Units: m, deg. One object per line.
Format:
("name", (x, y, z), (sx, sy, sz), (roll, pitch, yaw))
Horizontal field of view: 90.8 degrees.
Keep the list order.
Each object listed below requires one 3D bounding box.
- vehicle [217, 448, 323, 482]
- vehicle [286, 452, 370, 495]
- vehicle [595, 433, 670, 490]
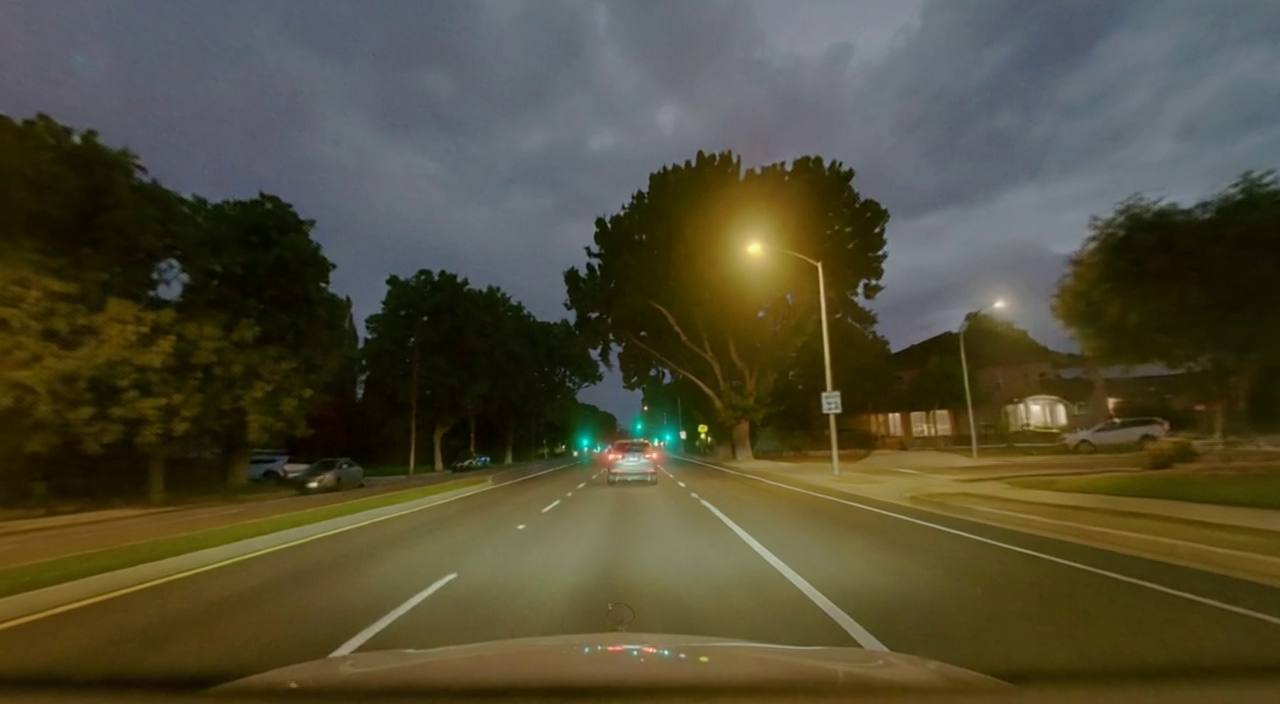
("vehicle", (-21.501, 6.544, 36.858), (4.807, 1.872, 2.041), (0, -9, -2))
("vehicle", (-13.961, 5.420, 28.549), (1.900, 1.596, 4.142), (-4, -8, -3))
("vehicle", (-0.243, 3.492, 20.508), (2.181, 1.639, 4.127), (0, -8, -1))
